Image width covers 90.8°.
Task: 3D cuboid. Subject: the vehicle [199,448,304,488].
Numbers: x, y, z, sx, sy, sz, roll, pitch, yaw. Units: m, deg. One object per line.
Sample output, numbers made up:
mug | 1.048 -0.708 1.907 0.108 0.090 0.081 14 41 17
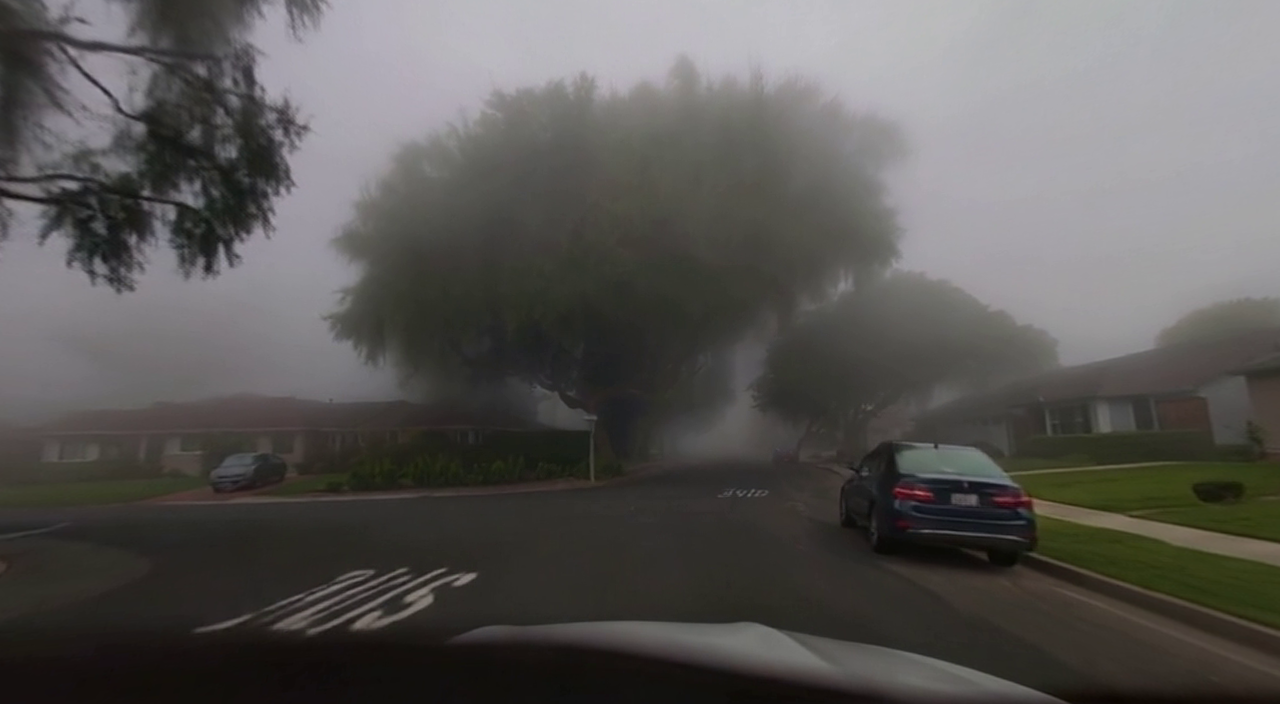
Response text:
vehicle | -18.729 5.592 30.740 2.021 1.798 4.491 -1 -9 3

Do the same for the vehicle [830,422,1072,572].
vehicle | 4.336 2.072 9.754 2.053 1.737 4.375 -1 -9 9
